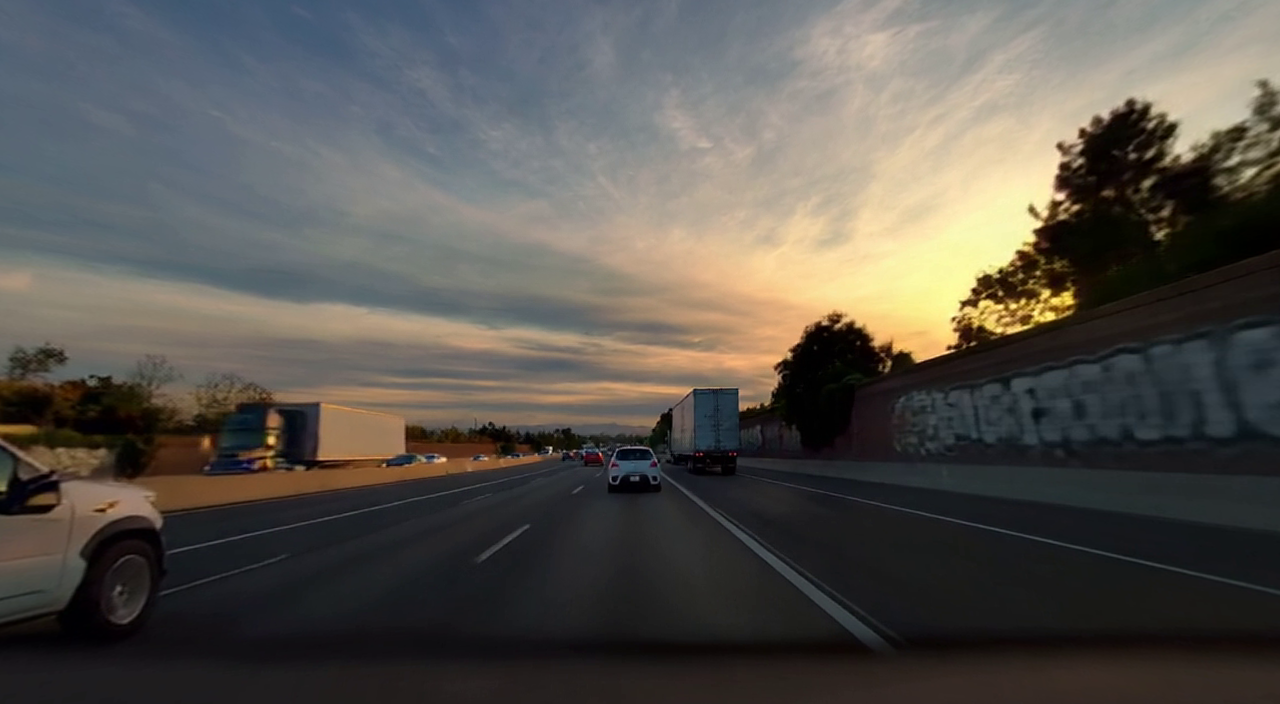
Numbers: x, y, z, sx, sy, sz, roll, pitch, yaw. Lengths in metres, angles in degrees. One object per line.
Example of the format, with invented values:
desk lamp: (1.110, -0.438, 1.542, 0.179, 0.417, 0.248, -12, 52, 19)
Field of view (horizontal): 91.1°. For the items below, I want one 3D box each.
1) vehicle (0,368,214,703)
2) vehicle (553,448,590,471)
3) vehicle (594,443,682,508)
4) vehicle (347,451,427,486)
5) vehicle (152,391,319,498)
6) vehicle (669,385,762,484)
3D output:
vehicle: (-4.312, 0.855, 2.478, 1.988, 1.750, 4.711, 0, -9, -1)
vehicle: (-4.692, 7.425, 43.517, 2.067, 1.481, 4.085, -1, -9, 1)
vehicle: (-0.099, 3.186, 16.643, 2.033, 1.468, 4.015, 0, -9, -2)
vehicle: (-12.024, 5.564, 30.270, 1.985, 1.486, 4.568, 0, -9, 0)
vehicle: (-16.523, 3.861, 26.326, 3.007, 3.926, 5.826, 0, -9, -1)
vehicle: (3.425, 4.474, 33.169, 2.902, 4.014, 14.446, 0, -9, -1)
